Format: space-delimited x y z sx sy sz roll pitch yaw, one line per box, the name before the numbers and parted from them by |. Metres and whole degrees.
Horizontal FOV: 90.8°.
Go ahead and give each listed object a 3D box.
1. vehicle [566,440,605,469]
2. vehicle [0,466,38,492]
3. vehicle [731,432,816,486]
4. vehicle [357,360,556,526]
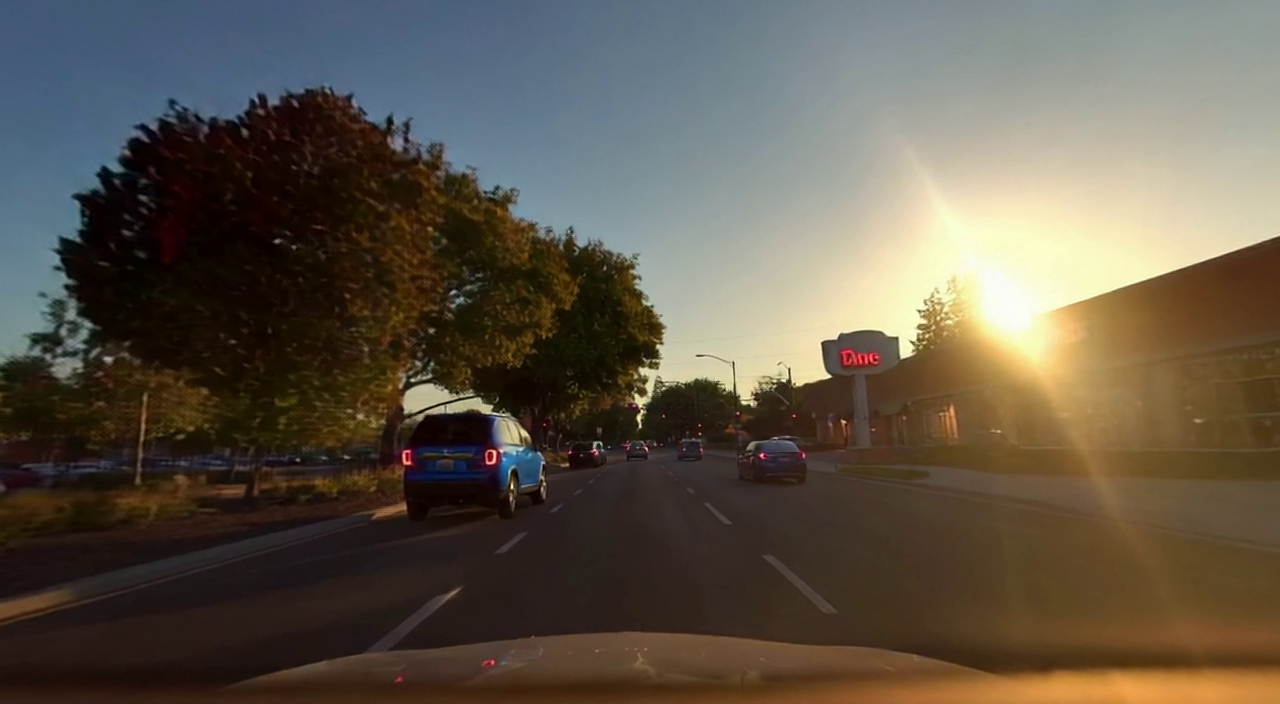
vehicle | -3.363 6.422 39.712 2.030 1.724 4.365 0 -9 1
vehicle | -42.072 8.479 42.289 4.478 1.494 1.934 -8 -11 40
vehicle | 4.403 3.596 21.464 1.869 1.646 4.166 0 -9 -1
vehicle | -3.475 1.965 13.652 2.443 2.784 5.862 0 -9 1
